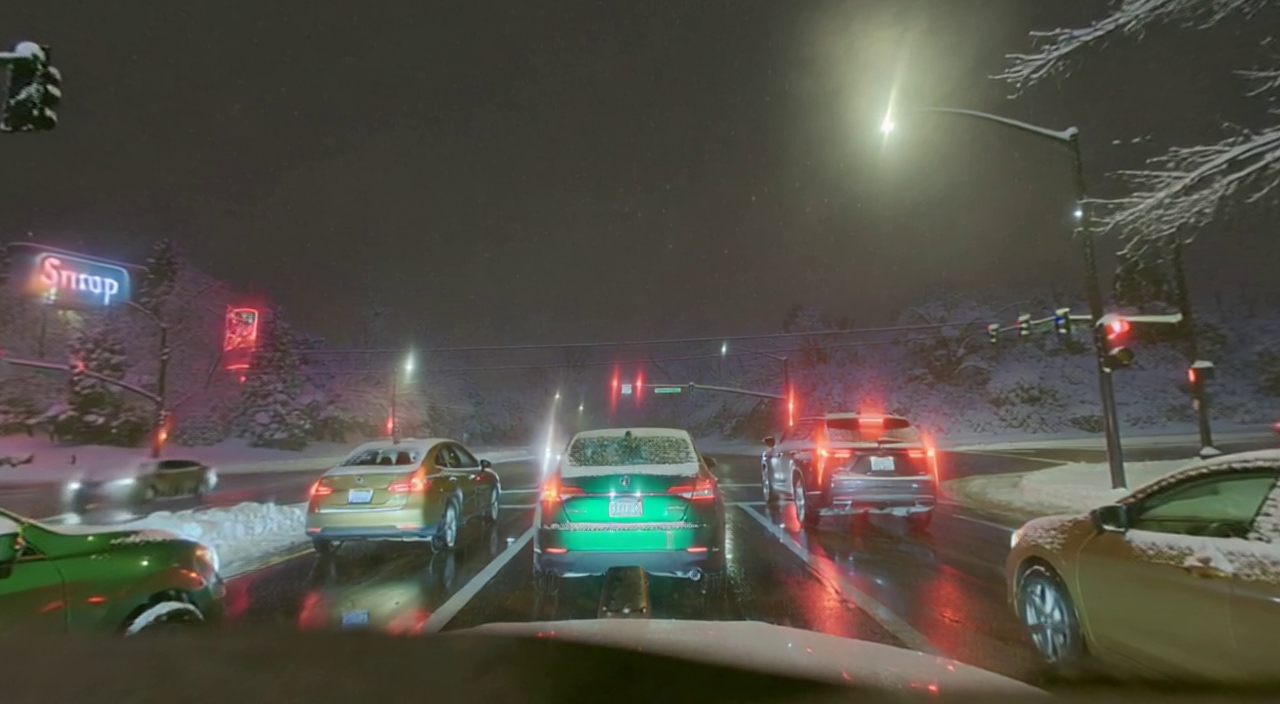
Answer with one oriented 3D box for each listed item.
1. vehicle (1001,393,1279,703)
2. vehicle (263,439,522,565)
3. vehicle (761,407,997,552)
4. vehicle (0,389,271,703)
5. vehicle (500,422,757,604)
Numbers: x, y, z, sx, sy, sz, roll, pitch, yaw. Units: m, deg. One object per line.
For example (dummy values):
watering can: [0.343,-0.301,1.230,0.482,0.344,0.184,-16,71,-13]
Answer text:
vehicle: [3.944,0.974,3.106,1.800,1.519,4.198,0,-8,0]
vehicle: [-3.293,2.073,9.552,1.995,1.436,4.373,-1,-8,3]
vehicle: [3.318,1.866,9.838,1.992,1.744,4.183,0,-8,0]
vehicle: [-3.469,0.846,1.847,2.016,1.547,4.414,0,-8,1]
vehicle: [-0.124,1.654,7.395,2.140,1.499,4.119,0,-8,-1]
